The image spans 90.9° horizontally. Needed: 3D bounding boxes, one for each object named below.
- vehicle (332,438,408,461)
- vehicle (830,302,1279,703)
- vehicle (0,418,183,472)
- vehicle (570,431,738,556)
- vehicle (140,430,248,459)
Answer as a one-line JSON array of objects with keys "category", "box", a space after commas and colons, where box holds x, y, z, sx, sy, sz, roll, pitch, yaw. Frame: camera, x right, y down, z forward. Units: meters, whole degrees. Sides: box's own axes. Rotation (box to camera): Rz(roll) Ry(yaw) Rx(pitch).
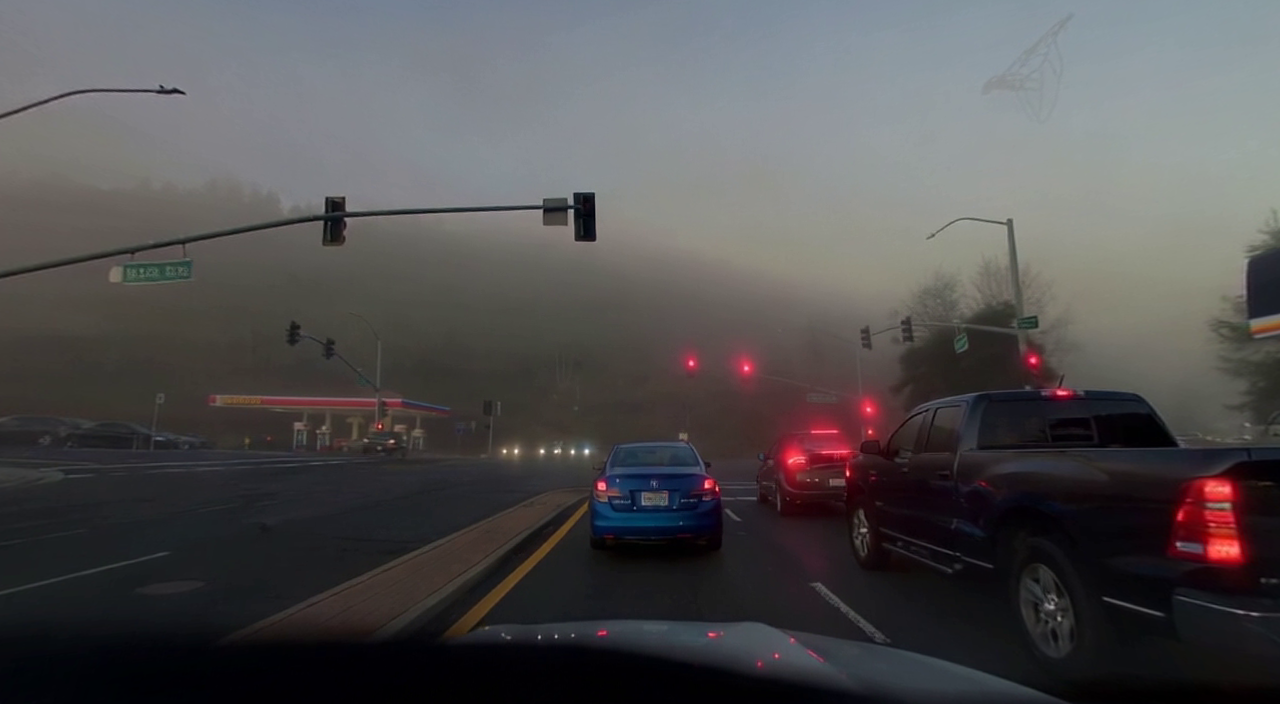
[{"category": "vehicle", "box": [-18.356, 6.610, 42.878, 4.528, 1.460, 1.963, 4, -10, -28]}, {"category": "vehicle", "box": [3.533, 1.107, 4.734, 2.277, 1.871, 6.143, 0, -8, 0]}, {"category": "vehicle", "box": [-18.743, 3.162, 21.538, 4.742, 1.720, 2.107, -1, -8, 6]}, {"category": "vehicle", "box": [0.165, 2.000, 9.608, 2.027, 1.494, 3.824, 0, -8, 0]}, {"category": "vehicle", "box": [-23.258, 4.840, 32.964, 4.326, 1.420, 1.798, -1, -8, 4]}]
